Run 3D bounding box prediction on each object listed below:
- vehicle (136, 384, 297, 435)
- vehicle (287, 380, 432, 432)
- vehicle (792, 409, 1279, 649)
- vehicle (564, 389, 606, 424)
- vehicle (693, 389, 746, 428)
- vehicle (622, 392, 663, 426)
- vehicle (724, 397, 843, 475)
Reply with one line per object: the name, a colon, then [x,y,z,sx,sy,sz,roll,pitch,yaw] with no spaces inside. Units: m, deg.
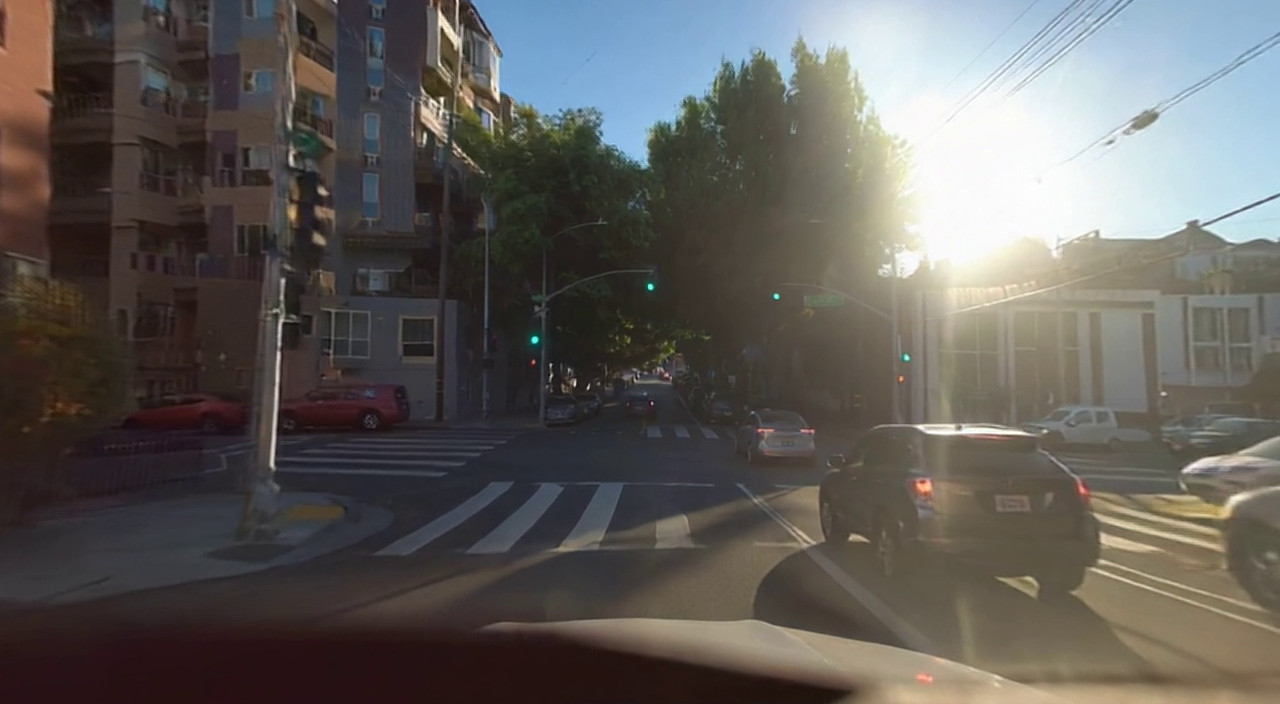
vehicle: [-15.587,2.158,23.366,4.571,1.758,1.930,0,-8,2]
vehicle: [-10.204,2.021,23.220,4.304,1.755,2.083,0,-8,1]
vehicle: [3.100,1.425,6.243,2.055,1.450,4.676,0,-8,0]
vehicle: [-2.724,2.805,31.867,1.878,1.521,3.697,0,-8,-1]
vehicle: [3.854,2.873,31.248,2.093,1.655,4.327,0,-8,1]
vehicle: [0.163,2.910,31.583,1.923,1.460,3.923,0,-8,1]
vehicle: [3.308,1.918,15.358,1.970,1.490,4.016,0,-2,0]
